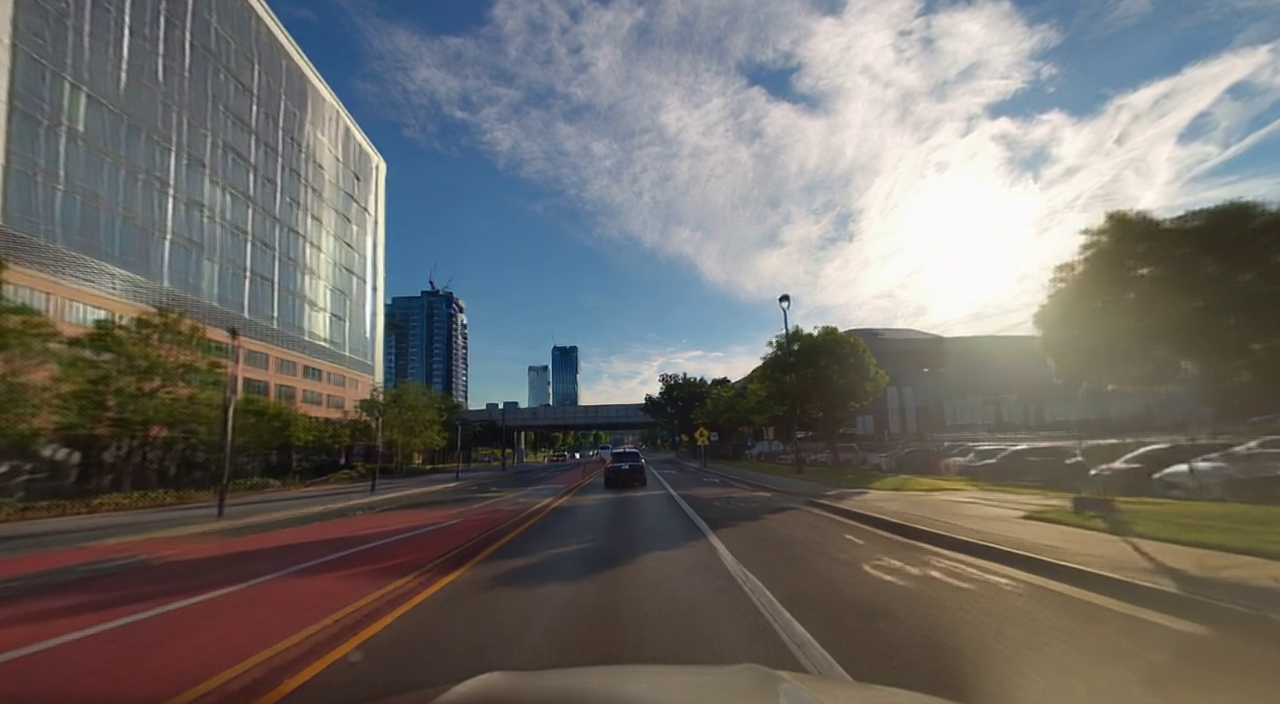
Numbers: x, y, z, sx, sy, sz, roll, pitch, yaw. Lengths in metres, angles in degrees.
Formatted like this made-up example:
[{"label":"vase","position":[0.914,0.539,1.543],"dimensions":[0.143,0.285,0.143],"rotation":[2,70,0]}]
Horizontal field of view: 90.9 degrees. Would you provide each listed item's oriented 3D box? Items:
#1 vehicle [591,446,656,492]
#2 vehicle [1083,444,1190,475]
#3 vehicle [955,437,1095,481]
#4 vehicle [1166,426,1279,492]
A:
[{"label":"vehicle","position":[-0.600,4.097,22.385],"dimensions":[2.063,1.442,4.135],"rotation":[0,-9,-2]},{"label":"vehicle","position":[24.005,5.199,30.567],"dimensions":[3.561,1.455,1.860],"rotation":[0,-9,0]},{"label":"vehicle","position":[14.476,4.023,23.882],"dimensions":[4.003,1.476,1.884],"rotation":[-2,-8,2]},{"label":"vehicle","position":[15.246,2.543,15.080],"dimensions":[1.913,1.470,3.714],"rotation":[0,-9,-3]}]
